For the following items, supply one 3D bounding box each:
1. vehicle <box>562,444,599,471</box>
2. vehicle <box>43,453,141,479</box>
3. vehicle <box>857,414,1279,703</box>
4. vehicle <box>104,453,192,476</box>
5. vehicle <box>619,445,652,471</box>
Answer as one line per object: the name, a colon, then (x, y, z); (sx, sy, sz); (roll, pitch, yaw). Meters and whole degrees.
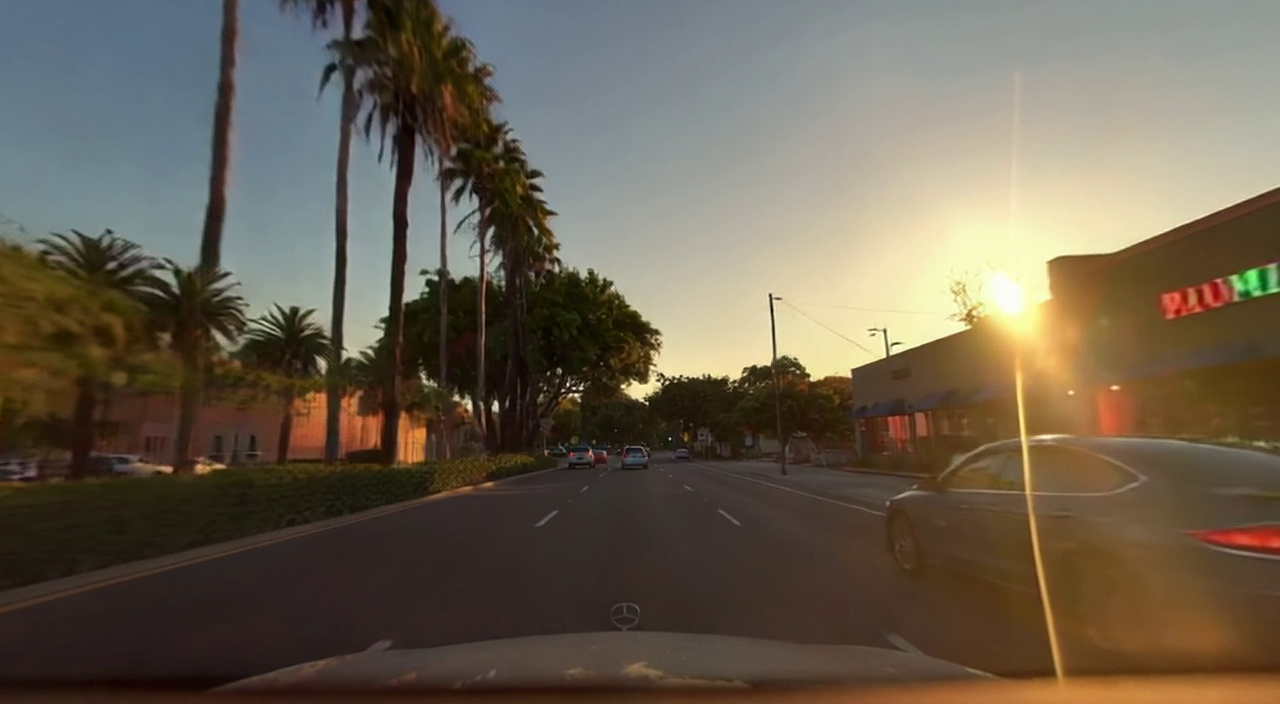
vehicle: (-4.055, 7.276, 43.645); (2.071, 1.744, 4.500); (0, -9, 0)
vehicle: (-34.698, 7.206, 40.061); (4.277, 1.537, 1.942); (0, -9, -3)
vehicle: (3.590, 1.355, 4.896); (2.090, 1.503, 4.566); (0, -9, -1)
vehicle: (-35.089, 7.995, 45.166); (4.515, 1.552, 2.036); (0, -9, -1)
vehicle: (-0.317, 7.086, 42.299); (2.102, 1.653, 3.698); (0, -9, -2)
